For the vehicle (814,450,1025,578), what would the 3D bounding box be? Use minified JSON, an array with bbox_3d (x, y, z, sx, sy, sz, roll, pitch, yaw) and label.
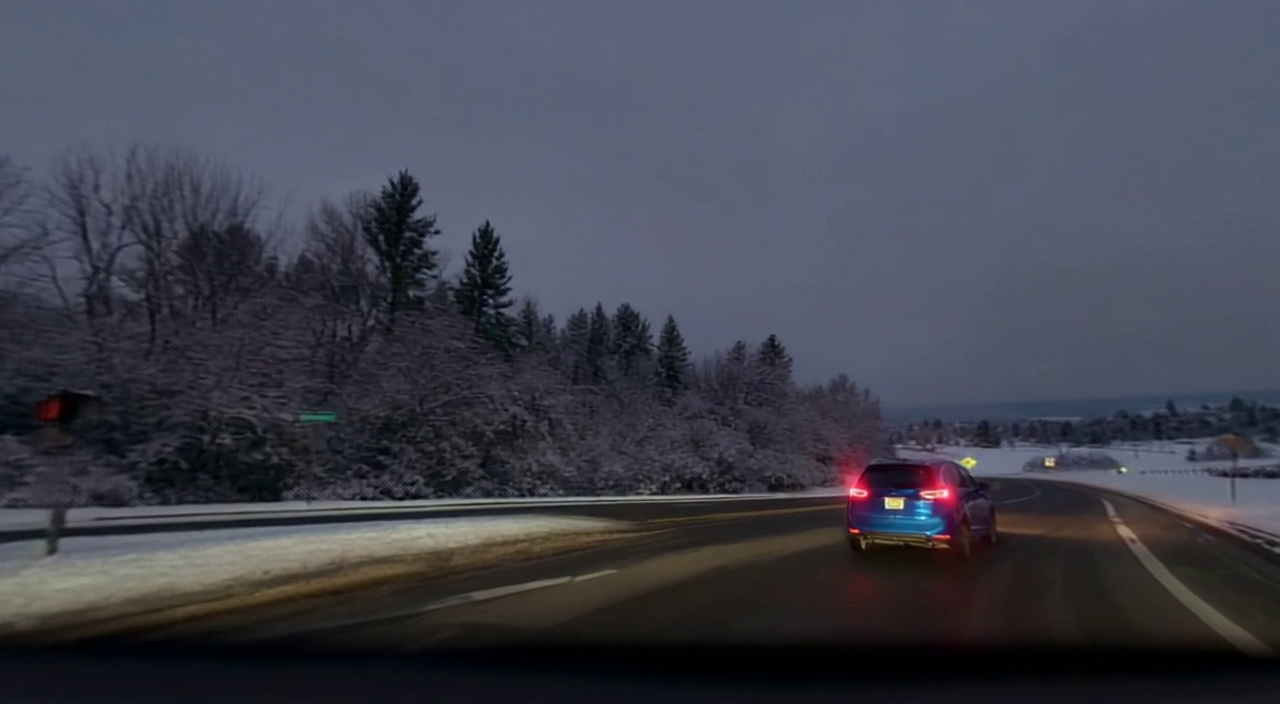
[{"bbox_3d":[4.605,2.339,10.044,2.148,1.521,4.089,-6,-10,36],"label":"vehicle"}]
